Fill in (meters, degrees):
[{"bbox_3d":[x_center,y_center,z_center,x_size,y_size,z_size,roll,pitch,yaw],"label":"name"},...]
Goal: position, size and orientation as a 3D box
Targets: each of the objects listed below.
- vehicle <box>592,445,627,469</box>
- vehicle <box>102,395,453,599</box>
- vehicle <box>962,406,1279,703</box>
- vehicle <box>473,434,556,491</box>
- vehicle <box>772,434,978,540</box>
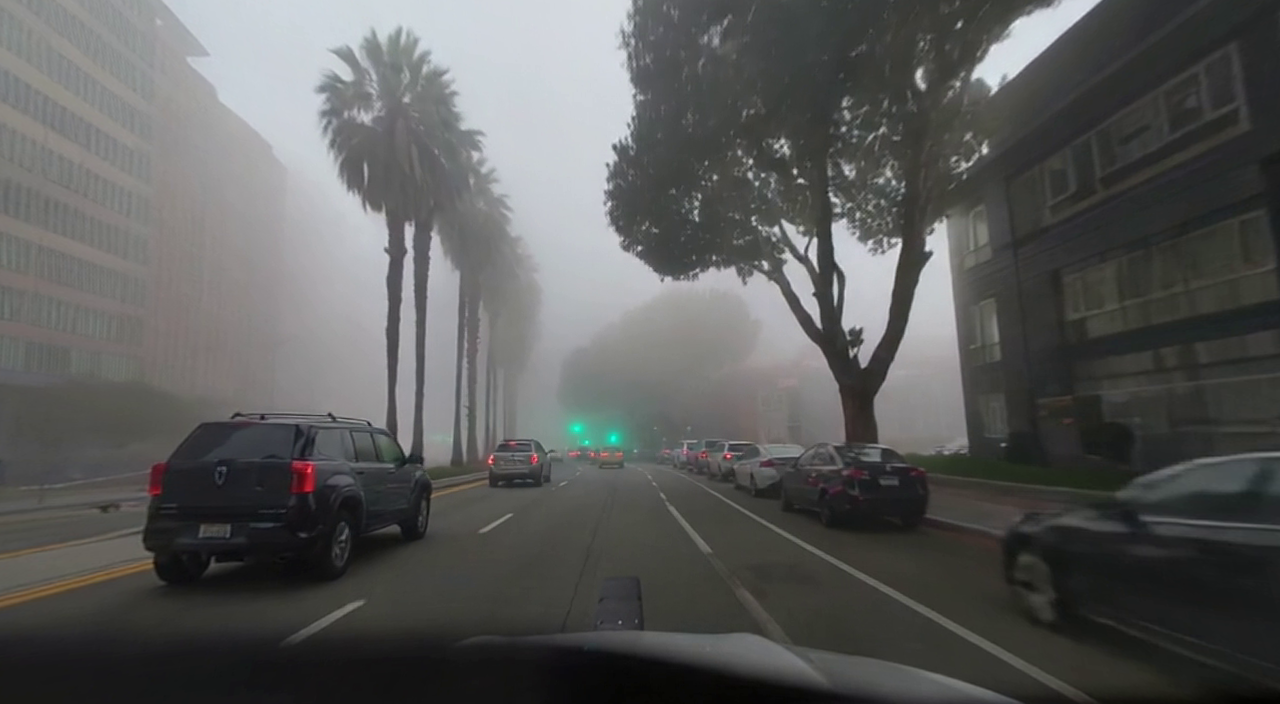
[{"bbox_3d":[-1.990,6.726,40.405,2.036,1.461,3.890,1,-9,-6],"label":"vehicle"},{"bbox_3d":[-3.859,1.605,7.775,1.800,1.797,4.224,0,-9,-1],"label":"vehicle"},{"bbox_3d":[3.879,1.047,3.176,1.925,1.486,4.744,0,-8,-1],"label":"vehicle"},{"bbox_3d":[-4.150,3.750,21.637,2.014,1.740,4.392,0,-9,-1],"label":"vehicle"},{"bbox_3d":[3.891,2.304,11.436,1.873,1.511,4.523,0,-8,-2],"label":"vehicle"}]
